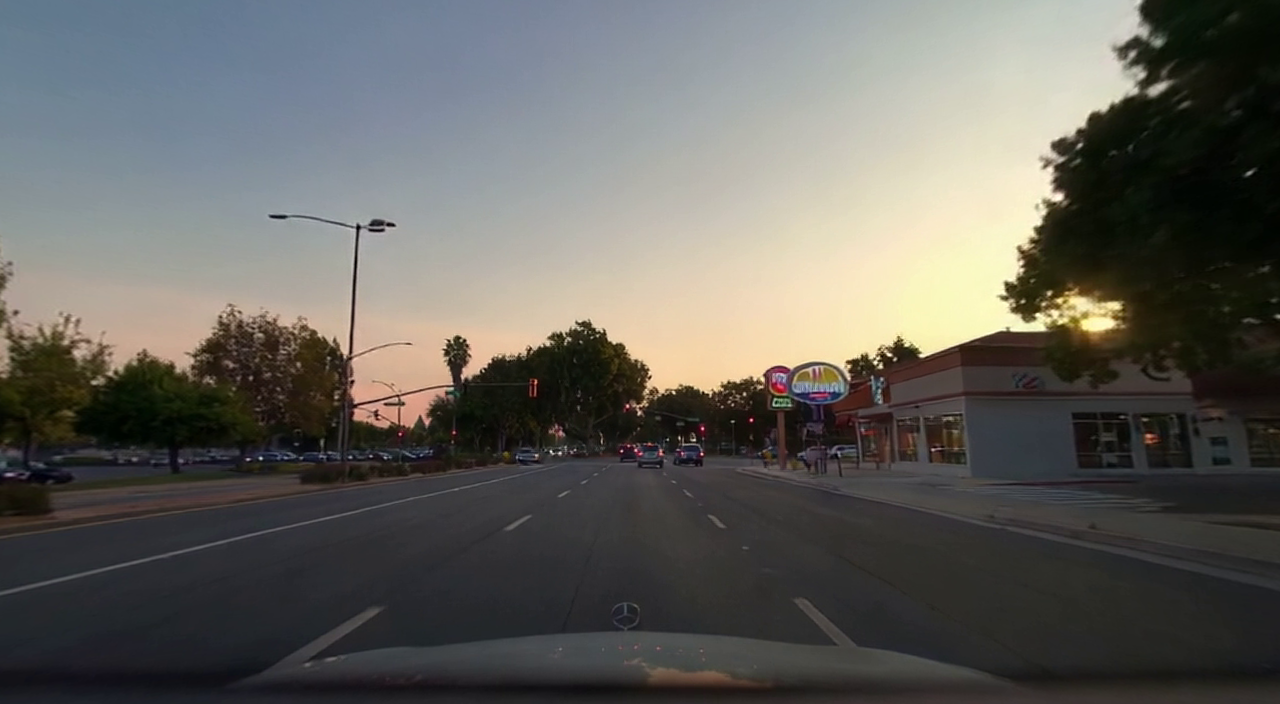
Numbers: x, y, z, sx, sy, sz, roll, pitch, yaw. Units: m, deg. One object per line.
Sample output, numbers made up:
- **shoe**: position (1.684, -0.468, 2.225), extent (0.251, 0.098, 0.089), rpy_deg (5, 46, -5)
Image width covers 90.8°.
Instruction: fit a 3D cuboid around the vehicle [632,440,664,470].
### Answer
- **vehicle**: position (0.622, 7.015, 43.303), extent (2.096, 1.961, 4.259), rpy_deg (0, -9, 2)
